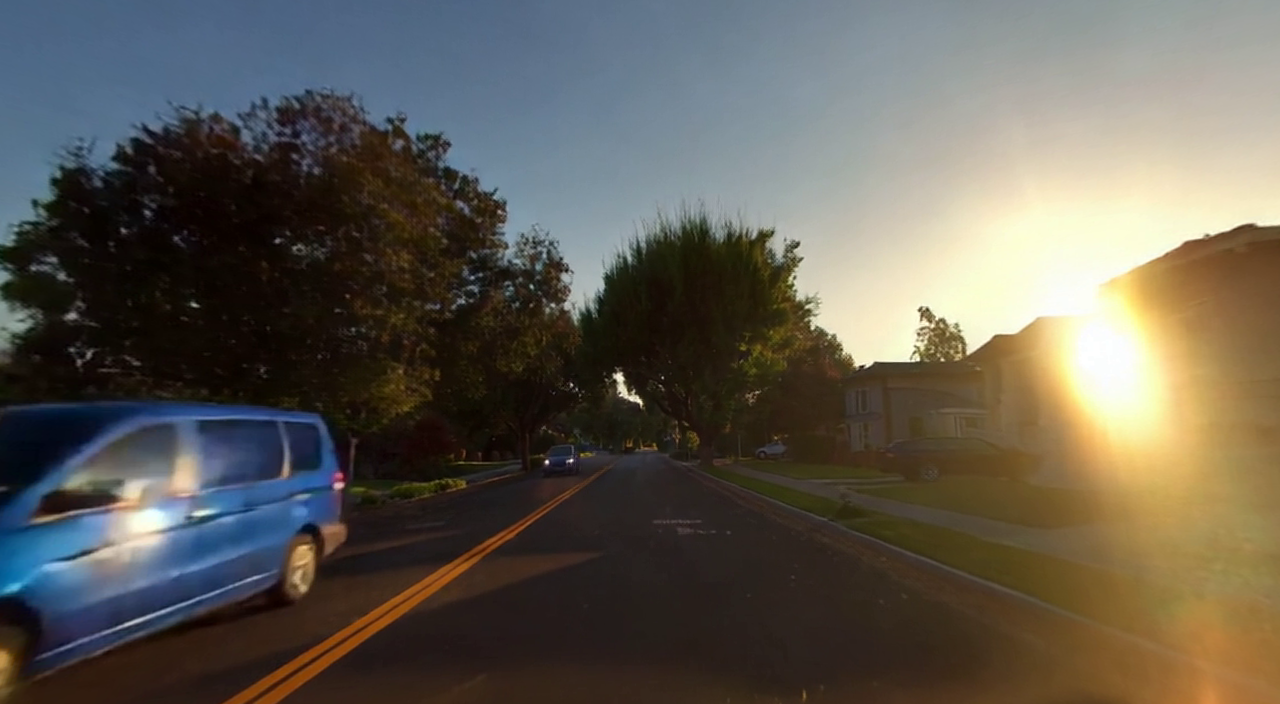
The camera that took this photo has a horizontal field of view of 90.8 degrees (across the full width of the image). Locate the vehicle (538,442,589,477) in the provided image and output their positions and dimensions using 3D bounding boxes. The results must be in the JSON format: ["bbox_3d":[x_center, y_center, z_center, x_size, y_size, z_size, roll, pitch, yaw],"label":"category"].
[{"bbox_3d":[-4.135,5.899,35.014,2.161,1.798,4.627,0,-9,1],"label":"vehicle"}]

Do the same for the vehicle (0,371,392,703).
[{"bbox_3d":[-4.225,1.283,4.858,2.303,1.813,5.660,0,-9,0],"label":"vehicle"}]
